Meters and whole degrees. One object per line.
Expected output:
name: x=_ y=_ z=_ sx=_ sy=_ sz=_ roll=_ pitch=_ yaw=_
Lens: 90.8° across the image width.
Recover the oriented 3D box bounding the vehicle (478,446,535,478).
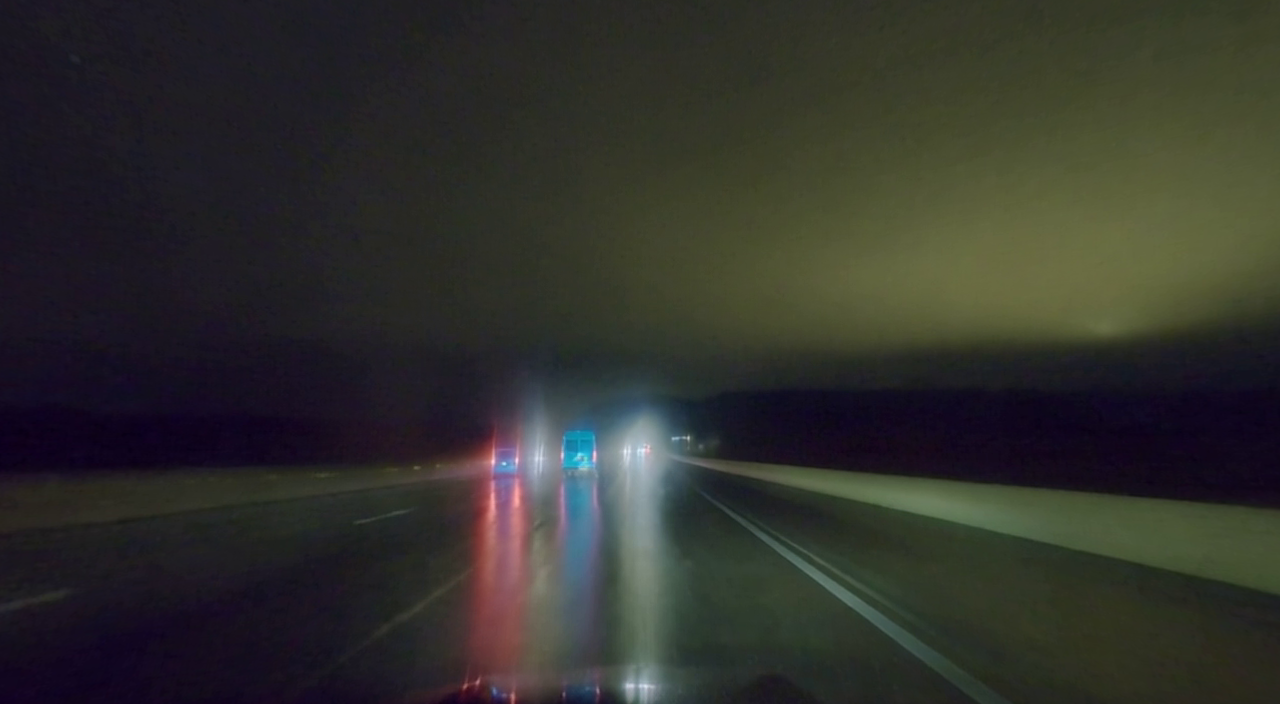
vehicle: x=-7.306 y=6.058 z=35.011 sx=2.164 sy=1.664 sz=4.252 roll=0 pitch=-9 yaw=1

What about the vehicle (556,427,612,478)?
vehicle: x=-2.947 y=5.513 z=34.709 sx=2.437 sy=2.565 sz=5.829 roll=0 pitch=-9 yaw=1
